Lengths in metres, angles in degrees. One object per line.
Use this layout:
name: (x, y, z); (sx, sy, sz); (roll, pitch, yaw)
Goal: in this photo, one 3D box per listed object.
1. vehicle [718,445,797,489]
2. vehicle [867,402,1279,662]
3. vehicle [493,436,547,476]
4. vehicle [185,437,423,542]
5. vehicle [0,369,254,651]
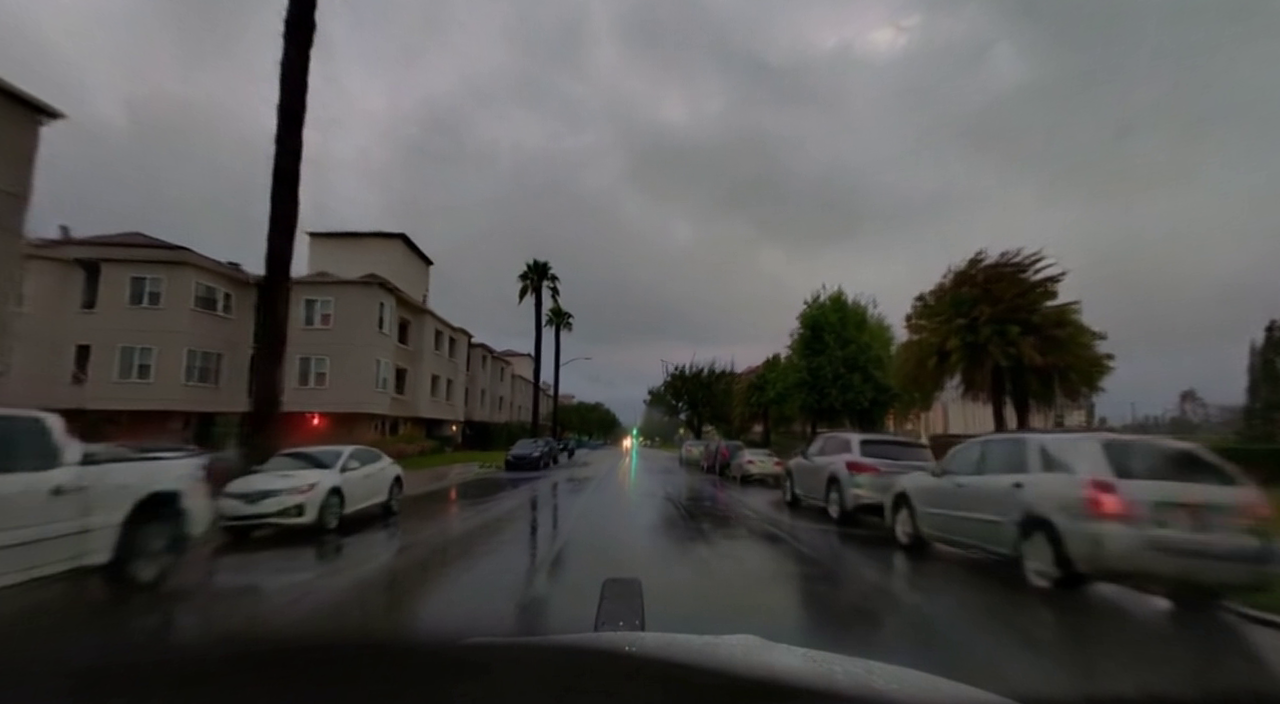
vehicle: (4.213, 4.192, 23.414); (1.909, 1.449, 4.513); (0, -8, -2)
vehicle: (4.437, 1.592, 6.831); (1.969, 1.782, 4.677); (0, -8, -3)
vehicle: (-5.953, 5.207, 31.935); (1.947, 1.806, 4.413); (2, -8, -2)
vehicle: (-5.748, 2.366, 11.685); (1.949, 1.512, 4.783); (0, -9, -3)
vehicle: (-5.552, 1.092, 4.404); (2.358, 1.905, 5.615); (0, -9, -3)
